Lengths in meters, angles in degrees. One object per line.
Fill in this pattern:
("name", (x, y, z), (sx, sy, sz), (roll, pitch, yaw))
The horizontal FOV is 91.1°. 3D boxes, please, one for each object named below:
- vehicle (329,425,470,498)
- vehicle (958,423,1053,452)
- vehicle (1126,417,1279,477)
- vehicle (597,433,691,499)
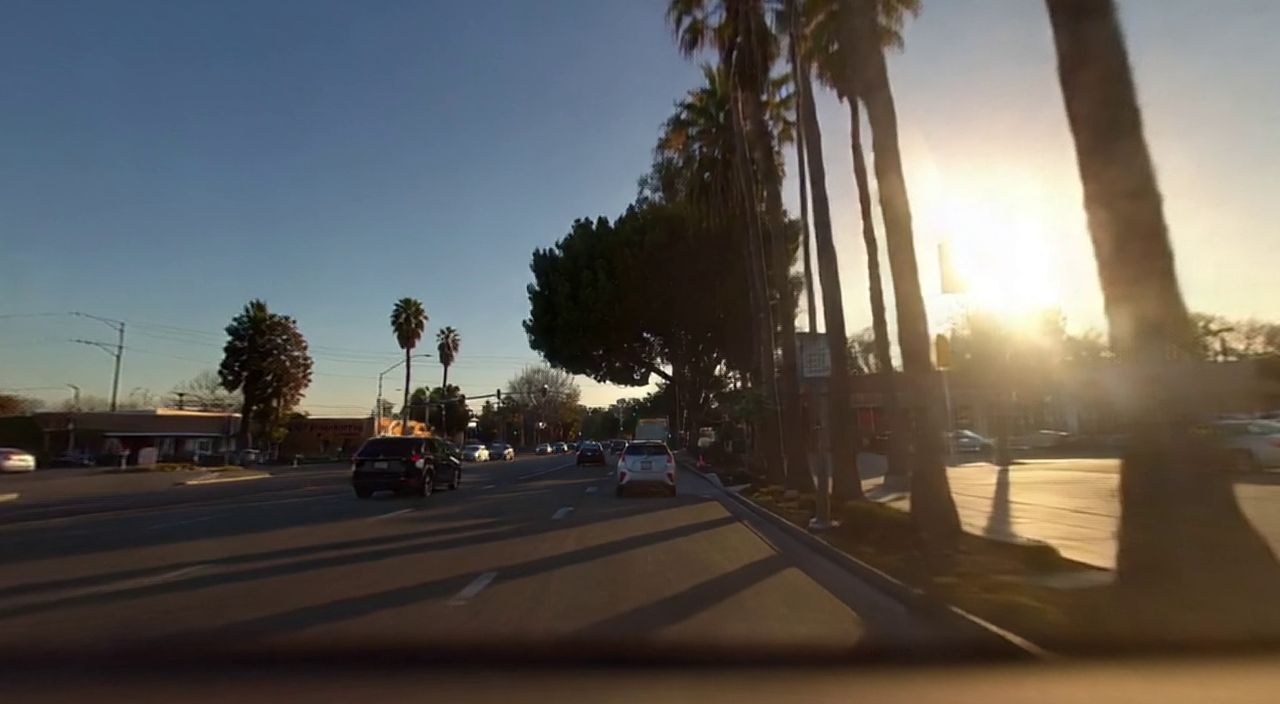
("vehicle", (-6.330, 2.939, 17.207), (2.057, 1.705, 4.394), (0, -8, 1))
("vehicle", (26.500, 6.194, 45.627), (5.769, 1.925, 2.364), (1, -7, -13))
("vehicle", (16.691, 2.726, 18.113), (1.902, 1.502, 4.395), (0, -8, 3))
("vehicle", (0.091, 2.937, 16.573), (2.145, 1.483, 4.453), (0, -8, 0))
